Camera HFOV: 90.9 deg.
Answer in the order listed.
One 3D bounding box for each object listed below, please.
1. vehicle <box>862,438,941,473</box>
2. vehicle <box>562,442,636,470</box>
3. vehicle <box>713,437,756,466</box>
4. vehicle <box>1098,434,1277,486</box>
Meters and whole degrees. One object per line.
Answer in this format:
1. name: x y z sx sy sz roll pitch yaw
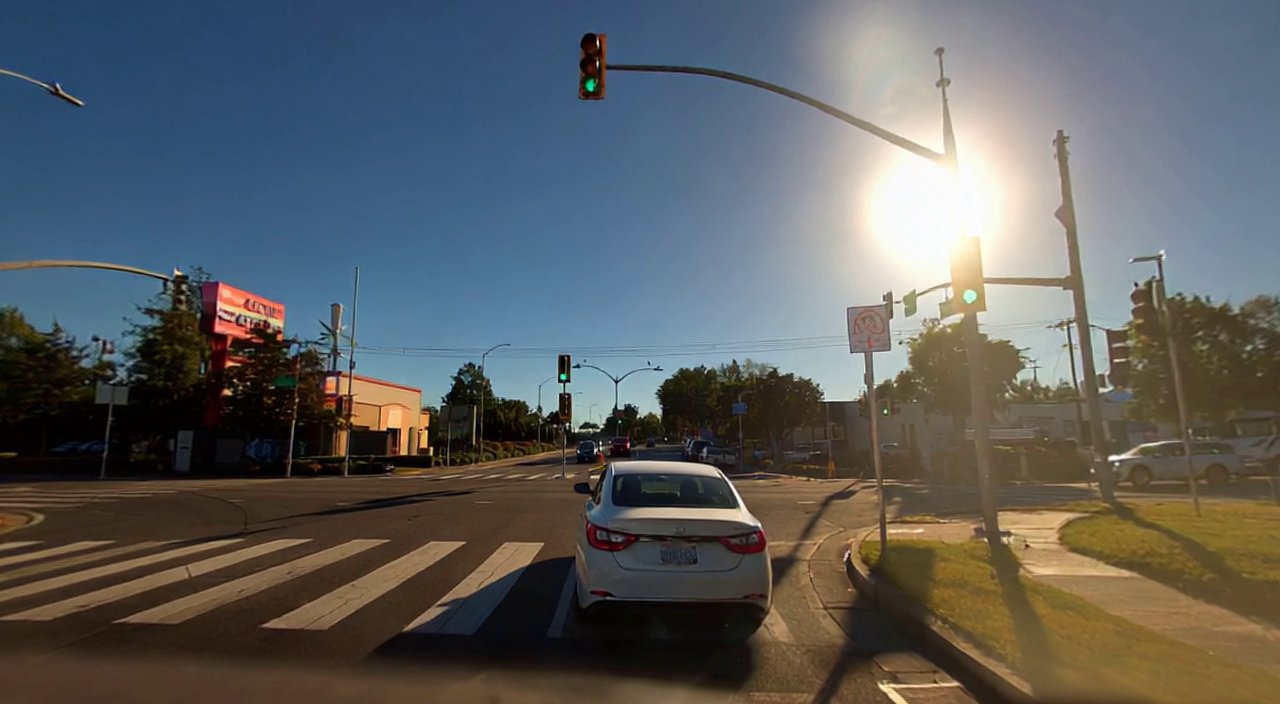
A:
1. vehicle: 12.411 5.033 30.213 1.922 1.529 3.964 0 -11 -2
2. vehicle: -2.458 6.163 37.532 3.991 1.526 1.868 -5 -9 31
3. vehicle: 6.882 7.235 46.109 1.491 2.041 2.964 6 -10 -36
4. vehicle: 16.801 3.320 19.492 3.876 1.512 1.784 0 -8 -1
